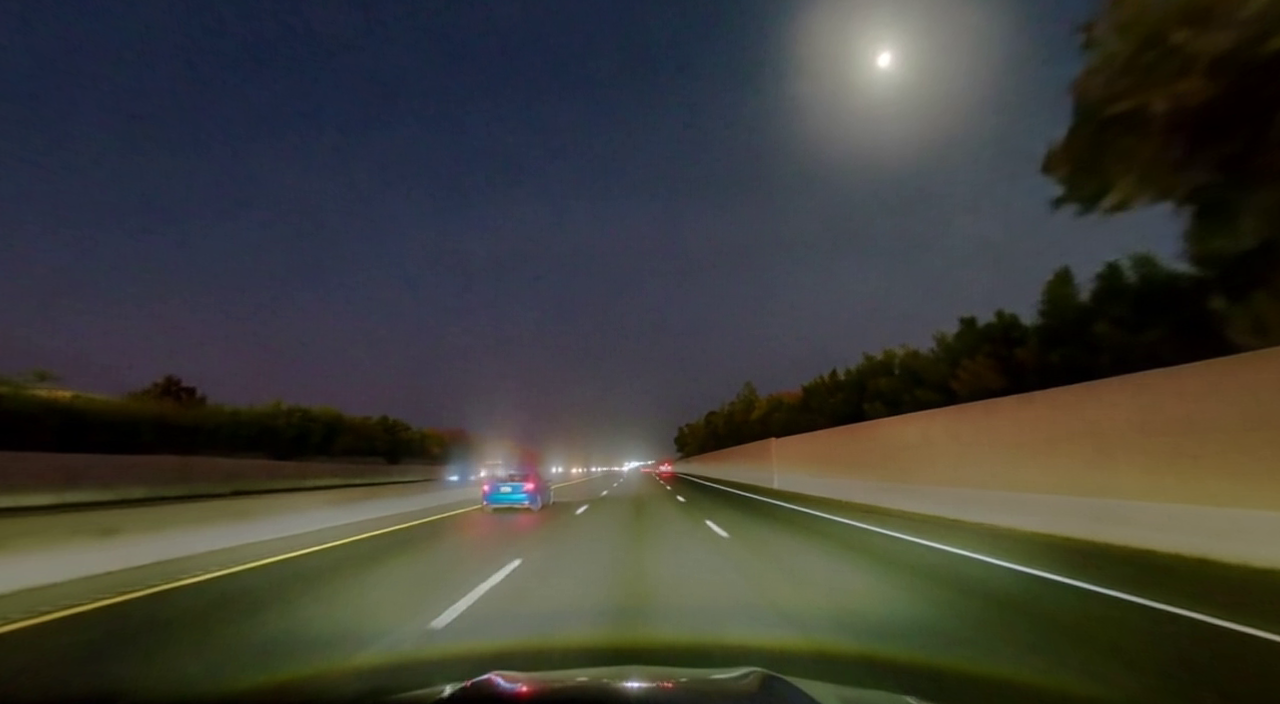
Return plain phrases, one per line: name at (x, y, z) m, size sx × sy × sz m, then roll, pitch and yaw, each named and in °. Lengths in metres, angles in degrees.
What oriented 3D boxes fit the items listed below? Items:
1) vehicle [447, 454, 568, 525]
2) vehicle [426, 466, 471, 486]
vehicle at (-3.126, 3.406, 15.969) m, size 2.045 × 1.487 × 4.582 m, roll 1°, pitch -10°, yaw 0°
vehicle at (-13.945, 9.077, 46.152) m, size 1.848 × 1.321 × 4.499 m, roll 1°, pitch -10°, yaw 1°
